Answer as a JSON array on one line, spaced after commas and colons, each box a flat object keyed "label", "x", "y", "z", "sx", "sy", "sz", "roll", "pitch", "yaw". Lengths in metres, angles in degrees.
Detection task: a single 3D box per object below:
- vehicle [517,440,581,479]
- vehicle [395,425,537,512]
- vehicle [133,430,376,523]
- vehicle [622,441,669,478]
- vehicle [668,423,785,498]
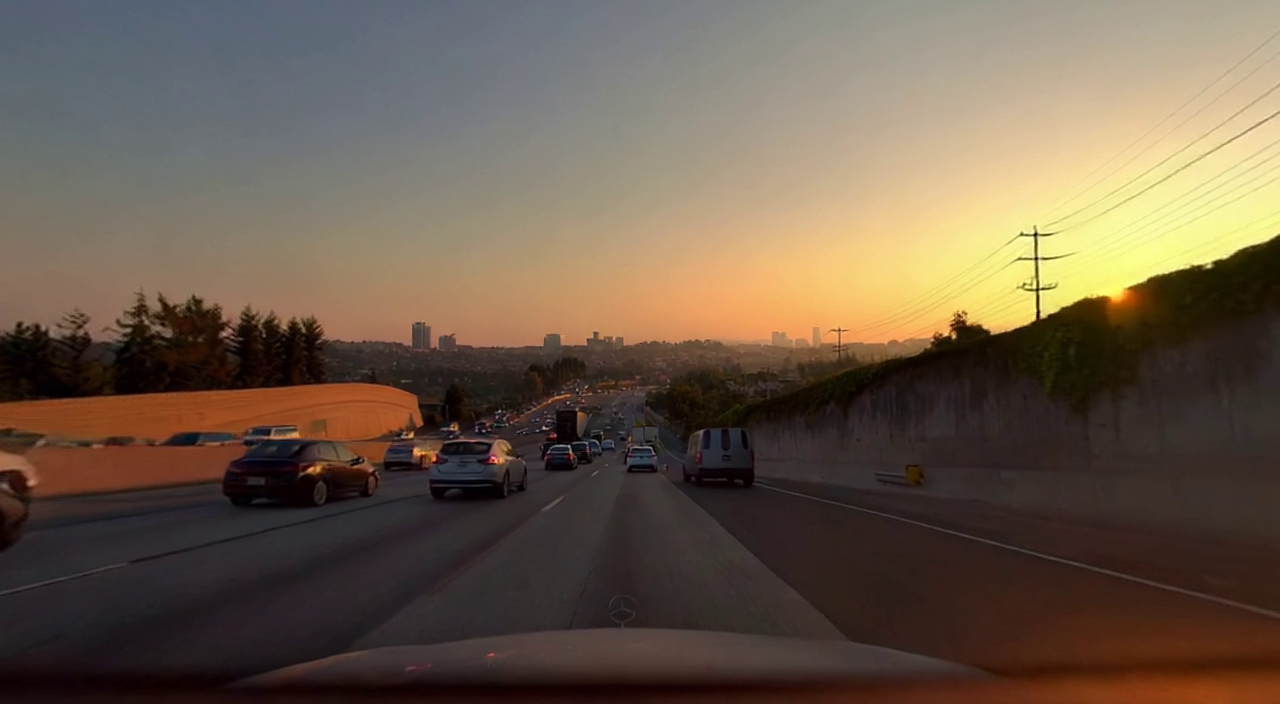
[{"label": "vehicle", "x": -3.842, "y": 4.653, "z": 27.561, "sx": 2.049, "sy": 1.530, "sz": 4.707, "roll": 0, "pitch": -8, "yaw": 1}, {"label": "vehicle", "x": -3.843, "y": 2.663, "z": 14.884, "sx": 2.026, "sy": 1.719, "sz": 4.490, "roll": 0, "pitch": -8, "yaw": 1}, {"label": "vehicle", "x": -7.425, "y": 2.429, "z": 12.901, "sx": 1.985, "sy": 1.529, "sz": 4.710, "roll": 0, "pitch": -8, "yaw": 0}, {"label": "vehicle", "x": 0.235, "y": 5.113, "z": 30.274, "sx": 2.092, "sy": 1.671, "sz": 3.889, "roll": 0, "pitch": -8, "yaw": 0}, {"label": "vehicle", "x": 2.606, "y": 3.523, "z": 20.977, "sx": 2.793, "sy": 2.132, "sz": 5.682, "roll": 0, "pitch": -8, "yaw": -3}]
